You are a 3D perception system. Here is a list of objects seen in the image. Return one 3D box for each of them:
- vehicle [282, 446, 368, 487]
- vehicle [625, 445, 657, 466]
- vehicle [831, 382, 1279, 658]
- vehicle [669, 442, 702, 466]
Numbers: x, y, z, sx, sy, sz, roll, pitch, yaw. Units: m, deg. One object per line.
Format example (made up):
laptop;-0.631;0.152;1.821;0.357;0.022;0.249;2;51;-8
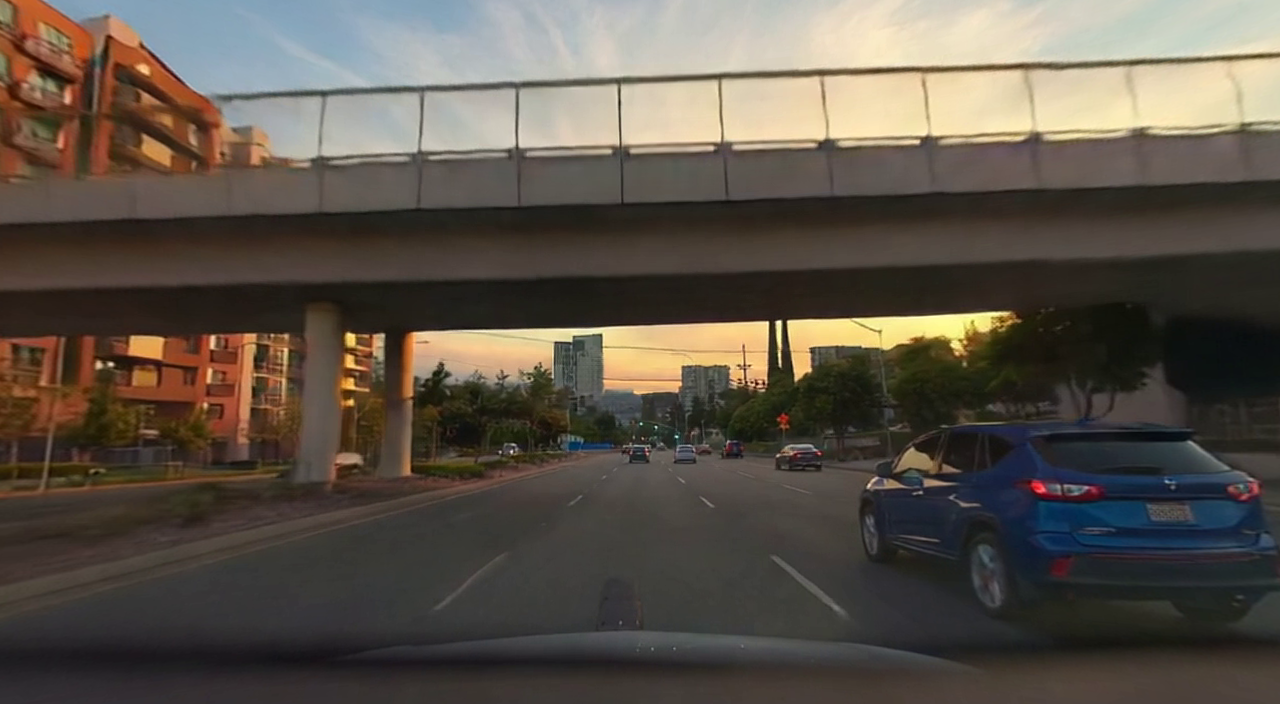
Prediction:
vehicle;-14.172;5.141;28.665;1.812;1.511;4.123;-2;-7;0
vehicle;0.060;7.572;46.470;2.173;1.498;4.528;0;-8;0
vehicle;3.714;1.407;6.408;2.130;1.741;4.665;0;-8;1
vehicle;3.442;7.771;48.220;2.165;1.708;3.928;0;-8;-1
